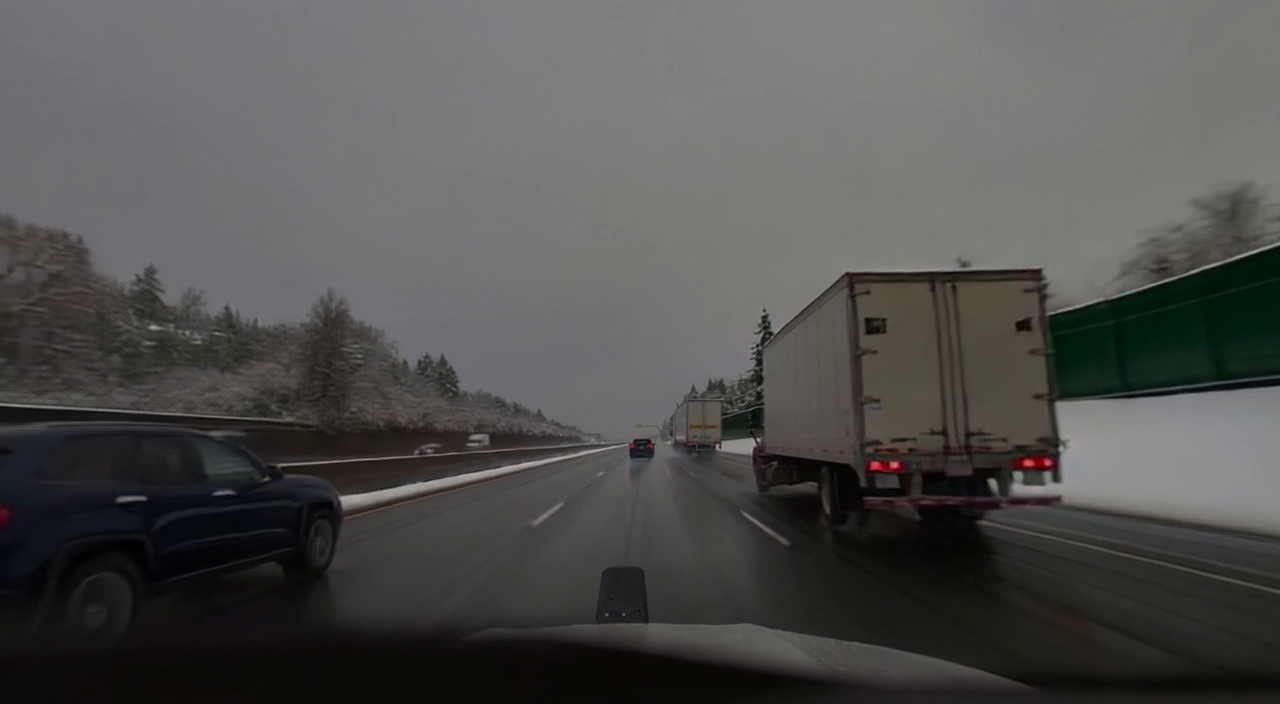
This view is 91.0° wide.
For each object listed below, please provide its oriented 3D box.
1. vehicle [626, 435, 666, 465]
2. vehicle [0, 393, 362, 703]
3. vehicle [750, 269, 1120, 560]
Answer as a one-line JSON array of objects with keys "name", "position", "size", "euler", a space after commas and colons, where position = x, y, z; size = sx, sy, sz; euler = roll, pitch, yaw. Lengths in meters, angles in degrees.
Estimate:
[{"name": "vehicle", "position": [0.358, 6.147, 39.601], "size": [2.389, 1.760, 4.473], "euler": [0, -8, 0]}, {"name": "vehicle", "position": [-3.755, 1.120, 4.078], "size": [1.988, 1.488, 4.113], "euler": [0, -8, 1]}, {"name": "vehicle", "position": [4.085, 1.260, 11.446], "size": [2.742, 3.383, 8.285], "euler": [0, -8, 1]}]
